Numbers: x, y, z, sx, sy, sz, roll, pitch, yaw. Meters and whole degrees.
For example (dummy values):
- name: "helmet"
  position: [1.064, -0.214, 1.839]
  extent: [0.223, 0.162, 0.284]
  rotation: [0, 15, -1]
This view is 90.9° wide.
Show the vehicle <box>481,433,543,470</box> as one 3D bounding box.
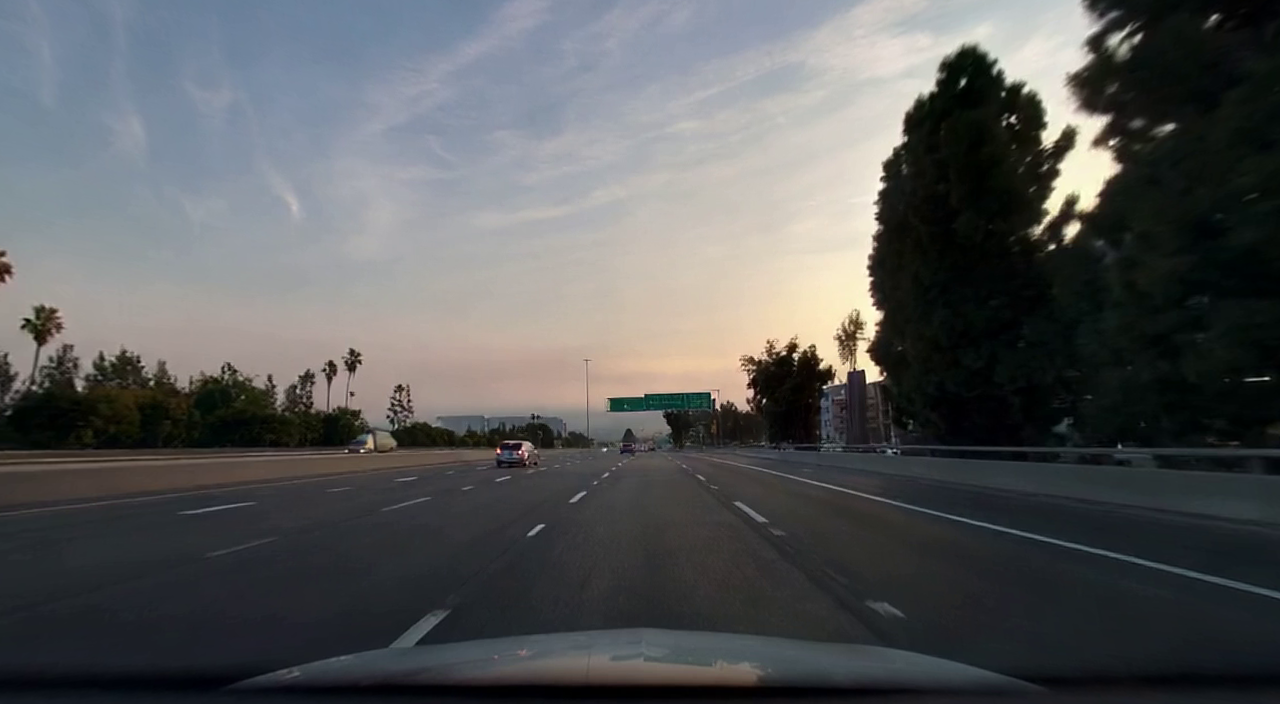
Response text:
- name: "vehicle"
  position: [-6.587, 5.173, 32.922]
  extent: [2.145, 1.793, 4.762]
  rotation: [0, -8, 1]
